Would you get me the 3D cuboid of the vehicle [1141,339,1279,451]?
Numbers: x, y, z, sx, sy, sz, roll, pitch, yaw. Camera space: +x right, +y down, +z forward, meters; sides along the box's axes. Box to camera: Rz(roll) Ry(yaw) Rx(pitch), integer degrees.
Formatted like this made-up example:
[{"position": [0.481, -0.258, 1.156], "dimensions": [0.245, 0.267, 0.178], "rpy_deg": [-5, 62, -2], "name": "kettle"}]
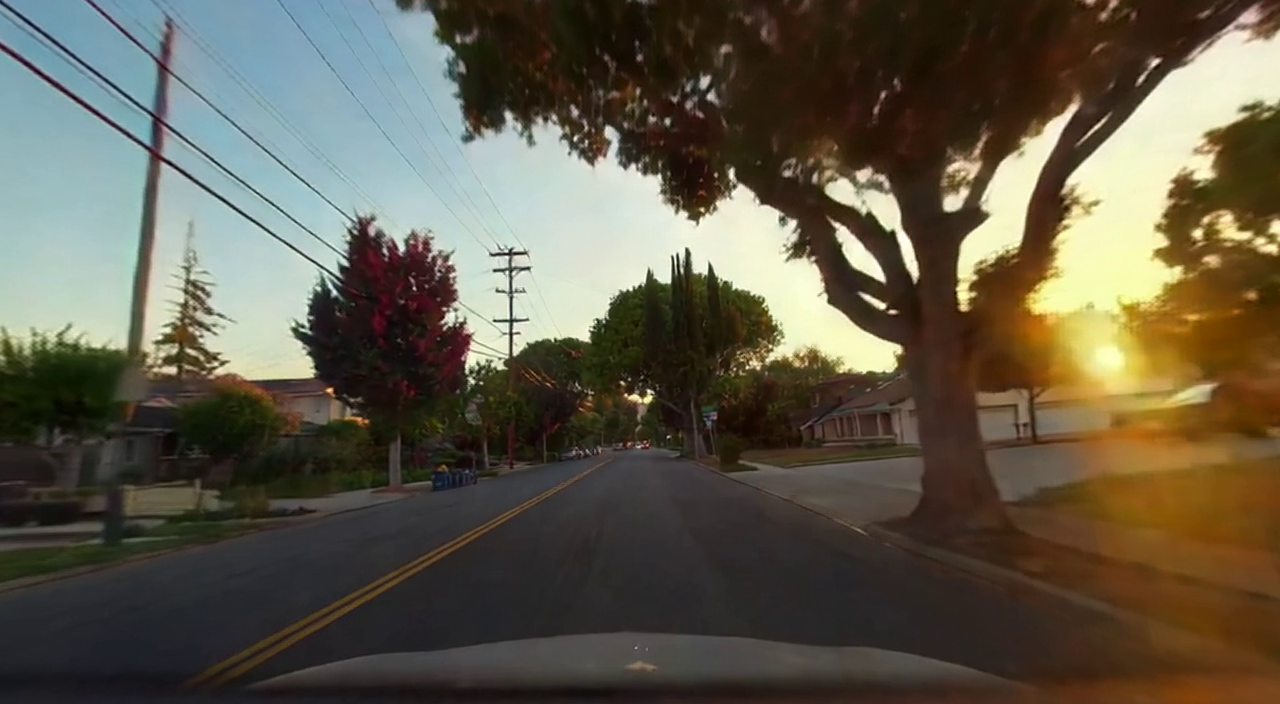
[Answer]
[{"position": [21.436, 1.614, 21.807], "dimensions": [2.918, 3.393, 7.033], "rpy_deg": [-3, -9, 7], "name": "vehicle"}]
